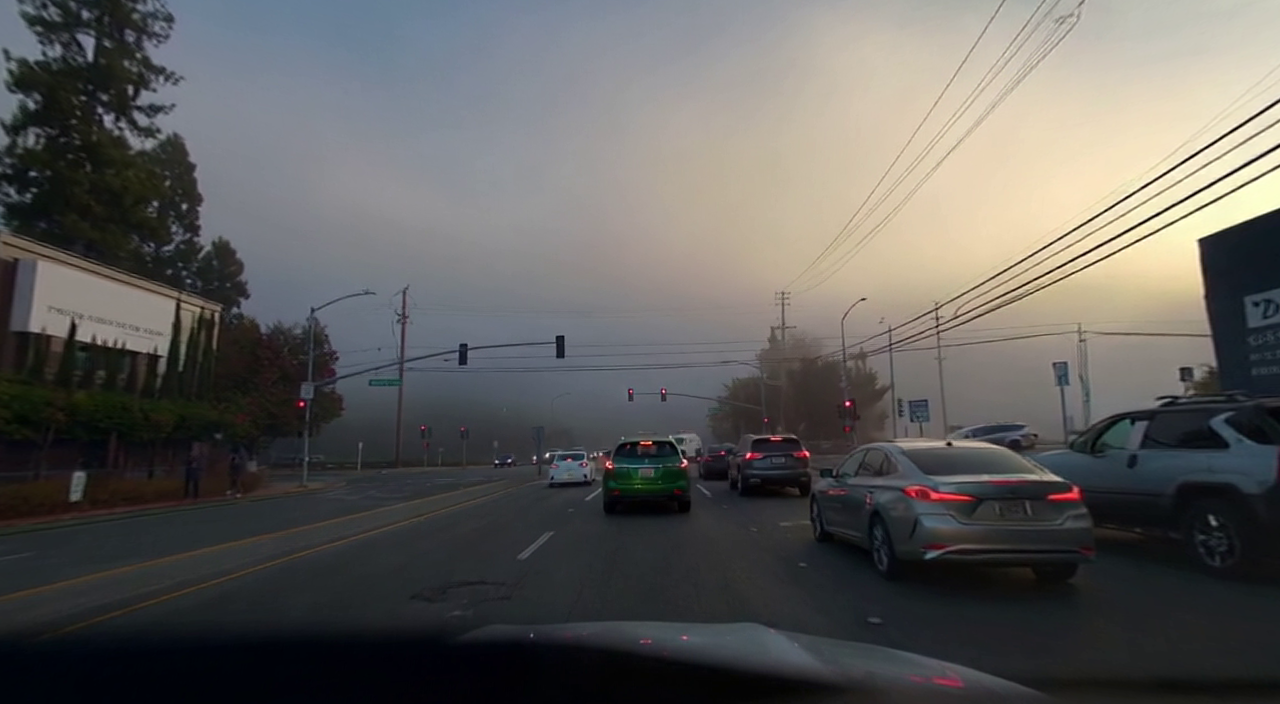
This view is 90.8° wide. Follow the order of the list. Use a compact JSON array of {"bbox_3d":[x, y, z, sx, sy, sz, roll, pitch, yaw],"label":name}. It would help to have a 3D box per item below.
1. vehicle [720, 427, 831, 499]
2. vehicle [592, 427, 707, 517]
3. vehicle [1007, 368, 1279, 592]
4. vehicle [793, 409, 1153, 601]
[{"bbox_3d":[3.695,3.138,18.234,2.060,1.789,4.712,0,-9,-1],"label":"vehicle"},{"bbox_3d":[0.176,2.549,13.913,2.149,1.668,3.962,0,-9,0],"label":"vehicle"},{"bbox_3d":[6.677,1.373,7.233,2.080,1.958,4.653,0,-9,0],"label":"vehicle"},{"bbox_3d":[3.347,1.621,7.565,1.998,1.620,4.267,0,-9,1],"label":"vehicle"}]
